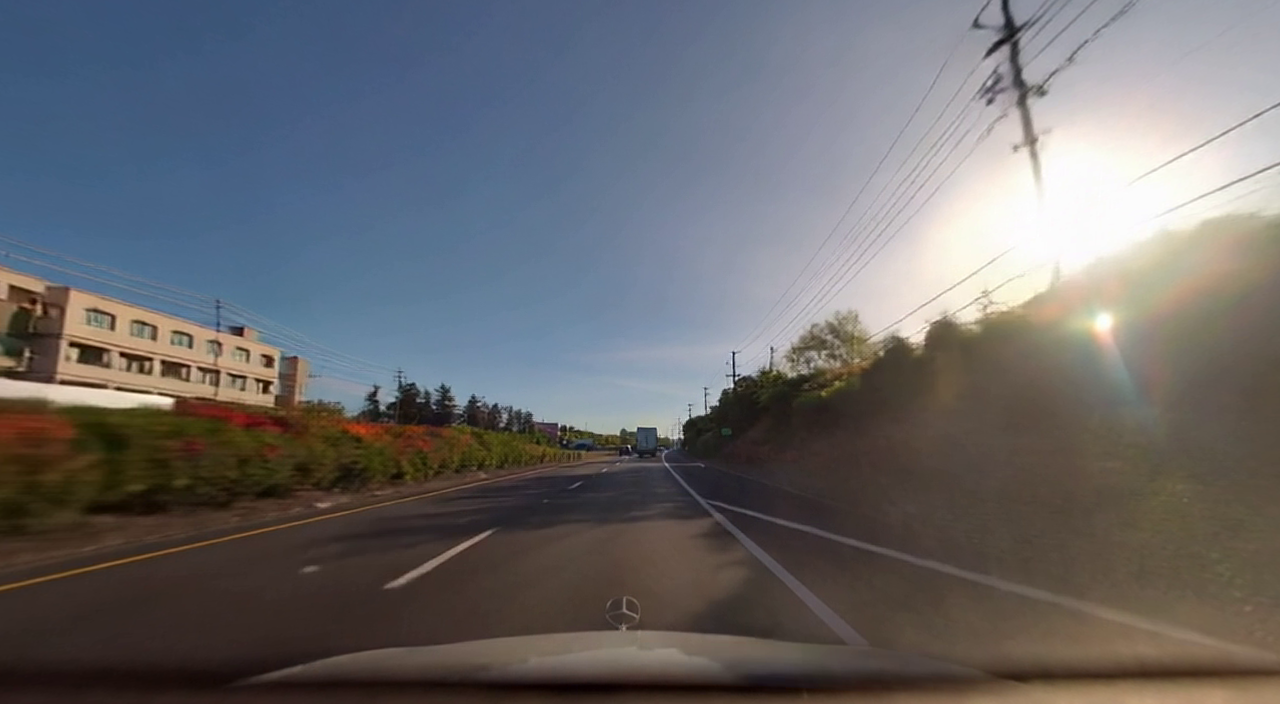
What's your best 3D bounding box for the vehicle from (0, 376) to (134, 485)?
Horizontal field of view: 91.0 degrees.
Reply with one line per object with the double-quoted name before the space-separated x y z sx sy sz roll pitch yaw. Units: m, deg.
"vehicle" -24.614 2.900 23.212 2.990 3.904 10.422 0 -9 1
